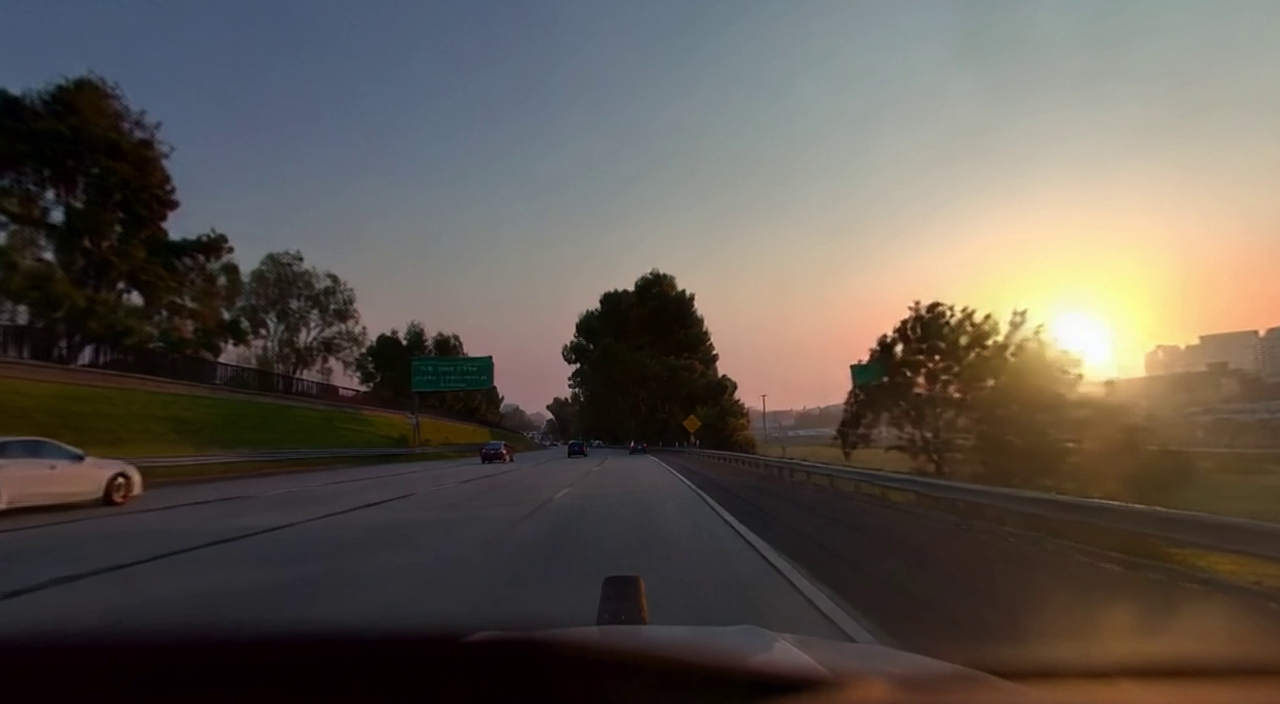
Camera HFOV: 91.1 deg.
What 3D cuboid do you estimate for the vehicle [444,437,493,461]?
[{"bbox_3d":[-11.797,6.725,43.533,2.100,1.537,5.092,0,-8,-1],"label":"vehicle"}]

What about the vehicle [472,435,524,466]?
[{"bbox_3d":[-8.072,5.626,36.163,2.015,1.651,4.432,0,-8,-1],"label":"vehicle"}]

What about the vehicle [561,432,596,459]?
[{"bbox_3d":[-4.351,6.756,45.269,2.138,1.833,4.622,0,-8,-1],"label":"vehicle"}]

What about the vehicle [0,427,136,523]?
[{"bbox_3d":[-11.120,1.959,10.036,2.056,1.489,4.852,0,-8,0],"label":"vehicle"}]
